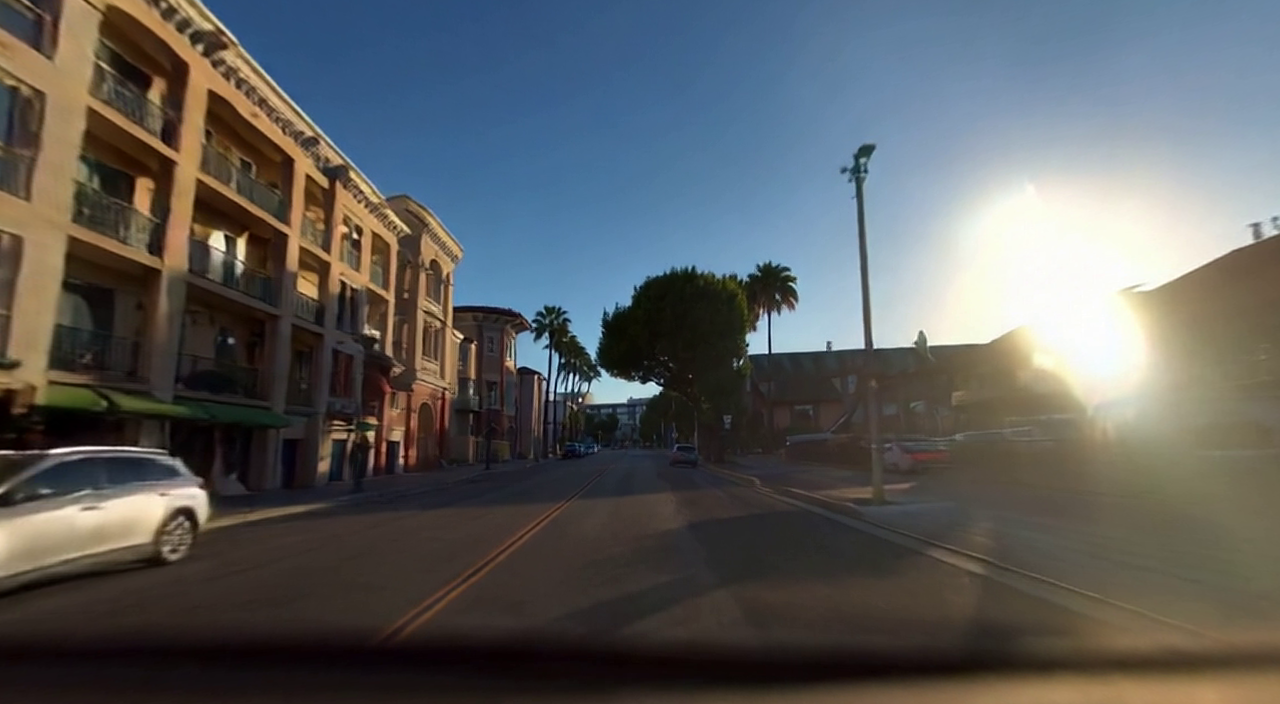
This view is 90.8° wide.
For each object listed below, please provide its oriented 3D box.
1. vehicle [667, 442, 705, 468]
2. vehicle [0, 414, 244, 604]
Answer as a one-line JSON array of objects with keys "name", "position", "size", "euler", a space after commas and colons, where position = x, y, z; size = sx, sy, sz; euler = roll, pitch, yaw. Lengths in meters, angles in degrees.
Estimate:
[{"name": "vehicle", "position": [2.865, 6.532, 40.316], "size": [1.985, 1.543, 4.112], "euler": [1, -8, -2]}, {"name": "vehicle", "position": [-6.585, 1.628, 6.736], "size": [1.946, 1.640, 4.430], "euler": [-3, -9, -1]}]
